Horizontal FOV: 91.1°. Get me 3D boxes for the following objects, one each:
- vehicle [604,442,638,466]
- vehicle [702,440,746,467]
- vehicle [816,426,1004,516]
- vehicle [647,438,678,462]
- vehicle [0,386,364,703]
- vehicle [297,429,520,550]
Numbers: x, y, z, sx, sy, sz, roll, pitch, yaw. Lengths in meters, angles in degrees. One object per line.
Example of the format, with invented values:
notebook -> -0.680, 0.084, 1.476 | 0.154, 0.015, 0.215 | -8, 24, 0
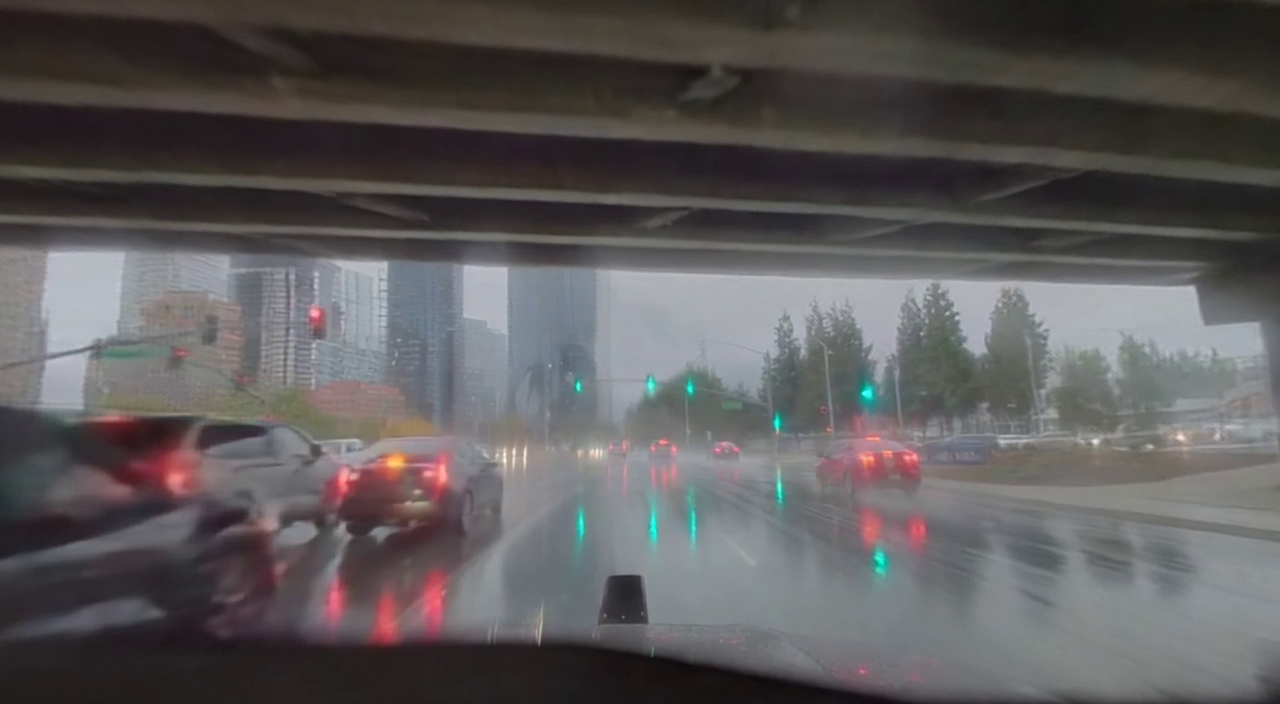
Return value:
vehicle -> -1.196, 6.384, 39.390 | 2.026, 1.453, 3.780 | 0, -8, -2
vehicle -> 5.148, 6.288, 39.018 | 1.924, 1.527, 4.268 | 0, -8, -2
vehicle -> 5.618, 2.523, 13.844 | 2.056, 1.624, 4.498 | 0, -8, -1
vehicle -> 1.662, 7.523, 48.396 | 2.034, 1.762, 4.420 | 0, -9, -3
vehicle -> -3.036, 0.915, 2.352 | 1.980, 1.491, 4.351 | 0, -8, 0
vehicle -> -3.398, 2.104, 10.382 | 1.836, 1.518, 4.727 | 0, -8, 1
